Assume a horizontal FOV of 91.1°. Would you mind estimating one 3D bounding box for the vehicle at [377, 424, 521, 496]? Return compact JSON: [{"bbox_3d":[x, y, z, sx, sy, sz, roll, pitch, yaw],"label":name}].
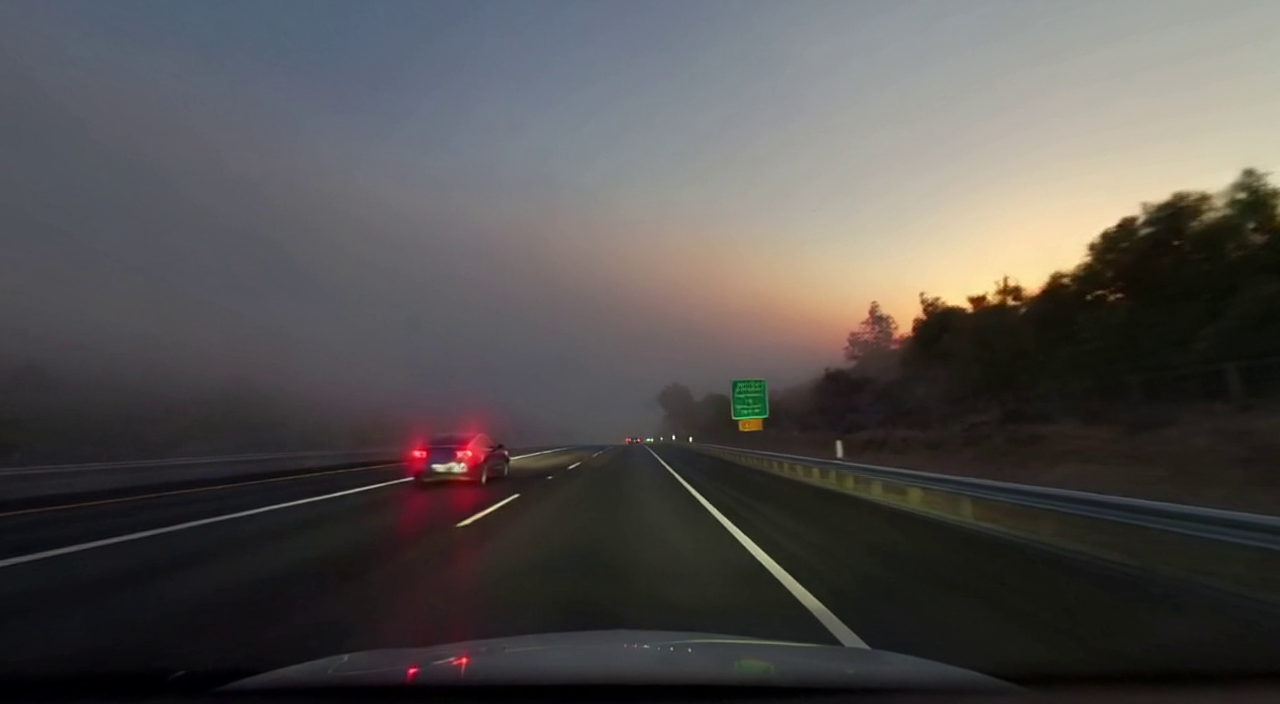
[{"bbox_3d":[-4.600,2.658,16.080,2.149,1.532,4.905,0,-8,0],"label":"vehicle"}]
